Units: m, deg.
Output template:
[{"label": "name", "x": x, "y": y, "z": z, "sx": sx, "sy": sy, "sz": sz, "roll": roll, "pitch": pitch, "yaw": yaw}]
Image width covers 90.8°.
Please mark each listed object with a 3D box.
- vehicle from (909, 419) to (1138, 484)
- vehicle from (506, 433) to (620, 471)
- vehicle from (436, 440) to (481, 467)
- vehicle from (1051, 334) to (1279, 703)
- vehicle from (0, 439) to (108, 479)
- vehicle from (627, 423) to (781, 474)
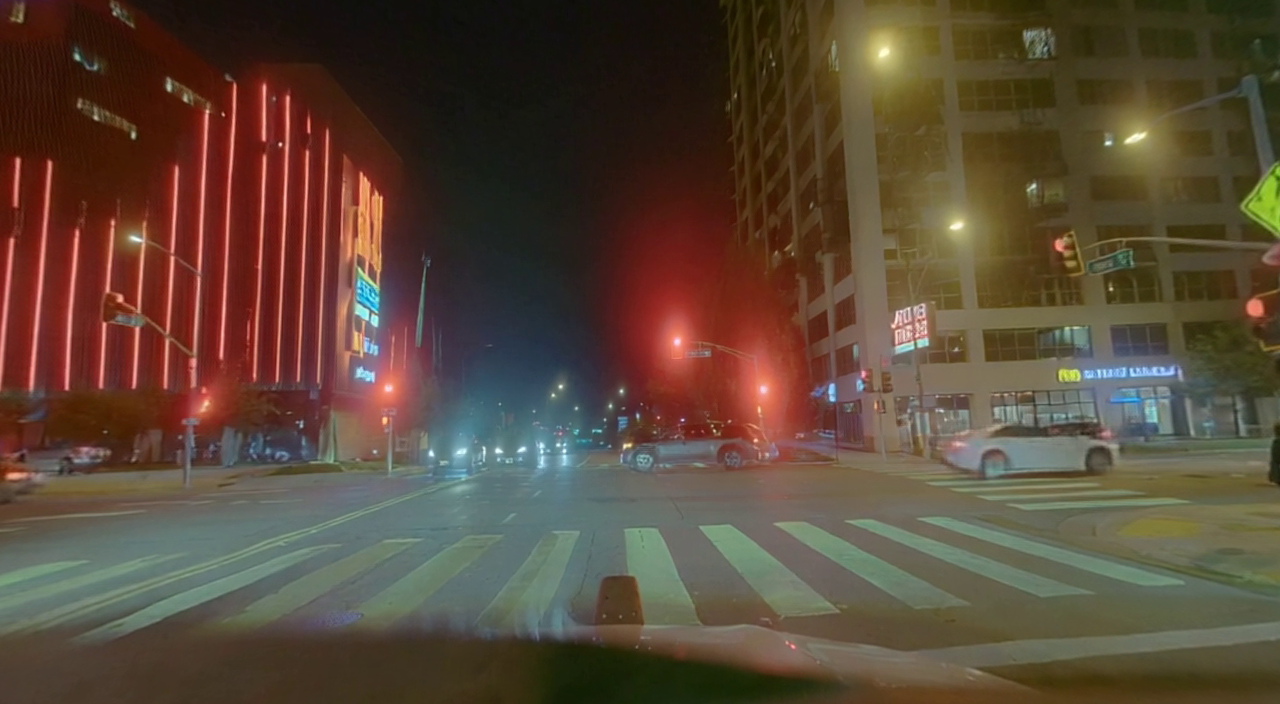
[{"label": "vehicle", "x": 9.536, "y": 2.475, "z": 15.892, "sx": 4.758, "sy": 1.480, "sz": 1.849, "roll": 1, "pitch": -8, "yaw": -10}, {"label": "vehicle", "x": -3.127, "y": 4.088, "z": 25.929, "sx": 4.475, "sy": 1.458, "sz": 1.681, "roll": 1, "pitch": -9, "yaw": -8}, {"label": "vehicle", "x": -10.880, "y": 6.100, "z": 38.215, "sx": 1.885, "sy": 1.545, "sz": 4.124, "roll": 1, "pitch": -8, "yaw": -6}, {"label": "vehicle", "x": 2.994, "y": 0.605, "z": 0.872, "sx": 1.866, "sy": 1.654, "sz": 4.354, "roll": 0, "pitch": -8, "yaw": 0}, {"label": "vehicle", "x": -31.545, "y": 5.630, "z": 33.555, "sx": 2.205, "sy": 1.903, "sz": 5.877, "roll": 1, "pitch": -9, "yaw": -10}, {"label": "vehicle", "x": 2.013, "y": 3.105, "z": 20.443, "sx": 4.612, "sy": 1.521, "sz": 1.811, "roll": 1, "pitch": -9, "yaw": -10}]
